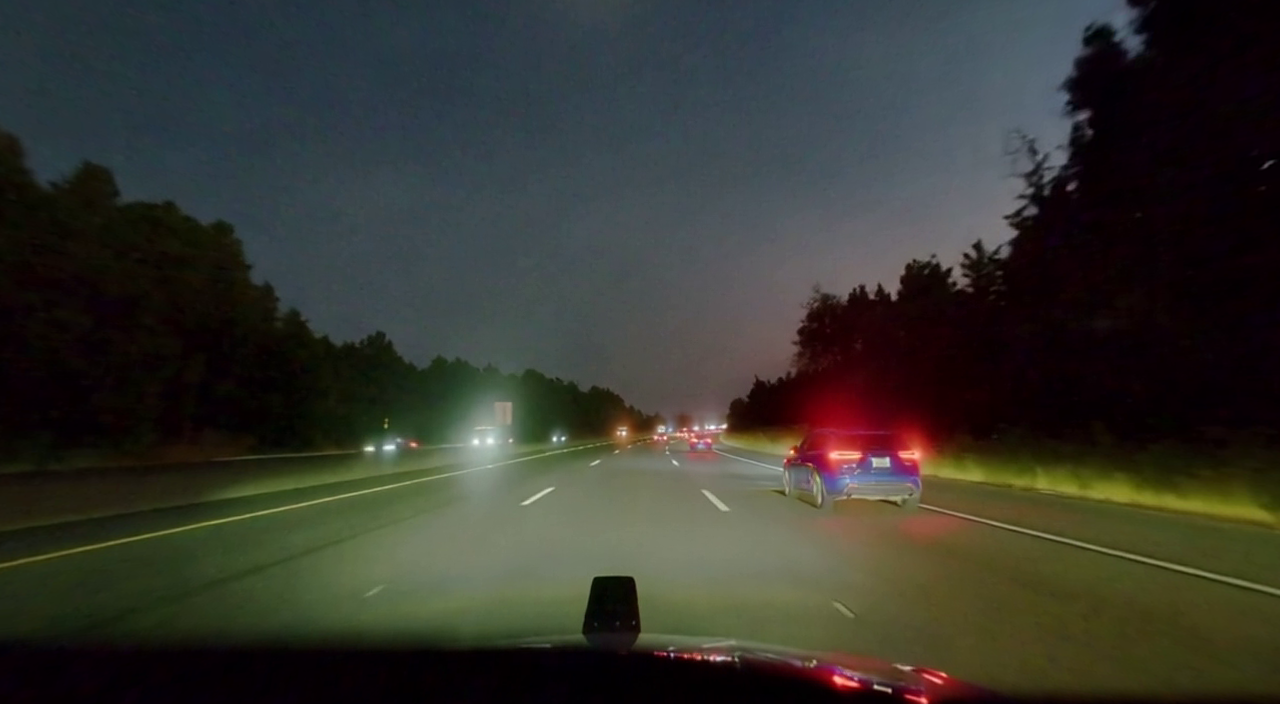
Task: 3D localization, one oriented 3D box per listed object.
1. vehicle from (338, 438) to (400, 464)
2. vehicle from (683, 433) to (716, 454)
[{"bbox_3d":[-16.535,6.015,38.553,1.783,1.467,4.405,0,-8,1],"label":"vehicle"},{"bbox_3d":[4.267,6.669,45.858,1.982,1.452,4.294,0,-8,0],"label":"vehicle"}]
